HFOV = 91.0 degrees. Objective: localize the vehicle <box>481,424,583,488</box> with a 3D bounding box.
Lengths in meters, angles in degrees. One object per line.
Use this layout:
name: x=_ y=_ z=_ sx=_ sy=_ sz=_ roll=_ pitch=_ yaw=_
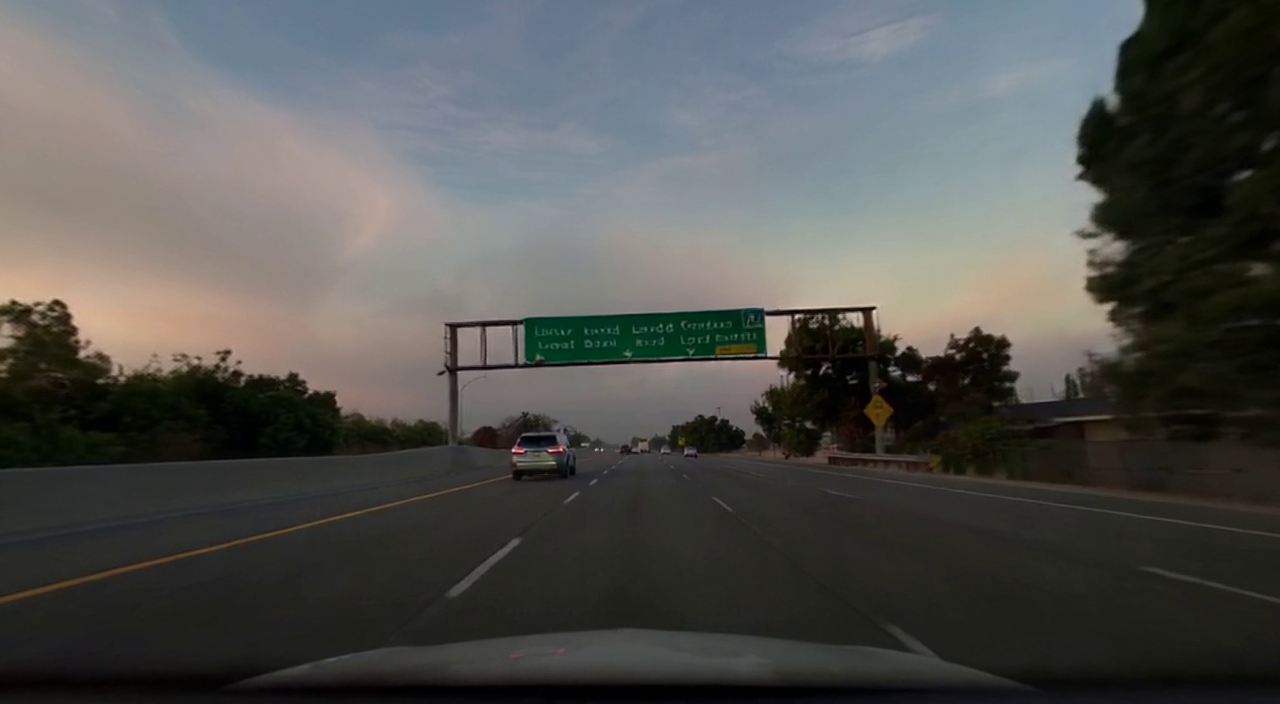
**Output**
vehicle: x=-3.535 y=3.569 z=21.965 sx=2.431 sy=1.928 sz=5.760 roll=0 pitch=-8 yaw=1
